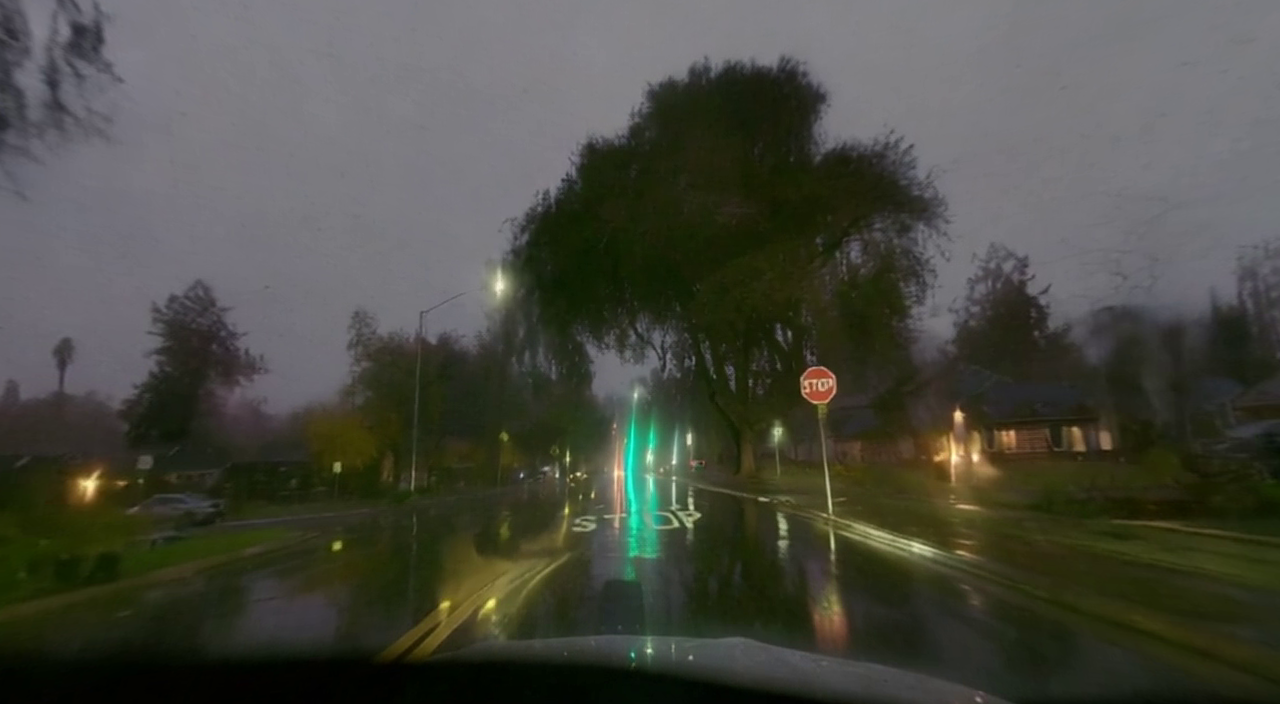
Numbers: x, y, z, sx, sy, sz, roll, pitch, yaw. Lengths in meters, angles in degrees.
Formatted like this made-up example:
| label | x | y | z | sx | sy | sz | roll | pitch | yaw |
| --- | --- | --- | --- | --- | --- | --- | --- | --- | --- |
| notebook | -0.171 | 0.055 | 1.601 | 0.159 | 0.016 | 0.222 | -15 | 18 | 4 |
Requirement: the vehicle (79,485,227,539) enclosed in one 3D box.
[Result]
| label | x | y | z | sx | sy | sz | roll | pitch | yaw |
| --- | --- | --- | --- | --- | --- | --- | --- | --- | --- |
| vehicle | -18.467 | 6.048 | 24.028 | 4.274 | 1.626 | 2.093 | -5 | -9 | 11 |

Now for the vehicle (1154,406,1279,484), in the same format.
| label | x | y | z | sx | sy | sz | roll | pitch | yaw |
| --- | --- | --- | --- | --- | --- | --- | --- | --- | --- |
| vehicle | 16.816 | 2.365 | 16.221 | 4.982 | 1.874 | 2.133 | -3 | -9 | 13 |

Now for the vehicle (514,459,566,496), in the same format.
| label | x | y | z | sx | sy | sz | roll | pitch | yaw |
| --- | --- | --- | --- | --- | --- | --- | --- | --- | --- |
| vehicle | -5.984 | 7.567 | 38.388 | 2.149 | 1.823 | 4.613 | -7 | -10 | 1 |
